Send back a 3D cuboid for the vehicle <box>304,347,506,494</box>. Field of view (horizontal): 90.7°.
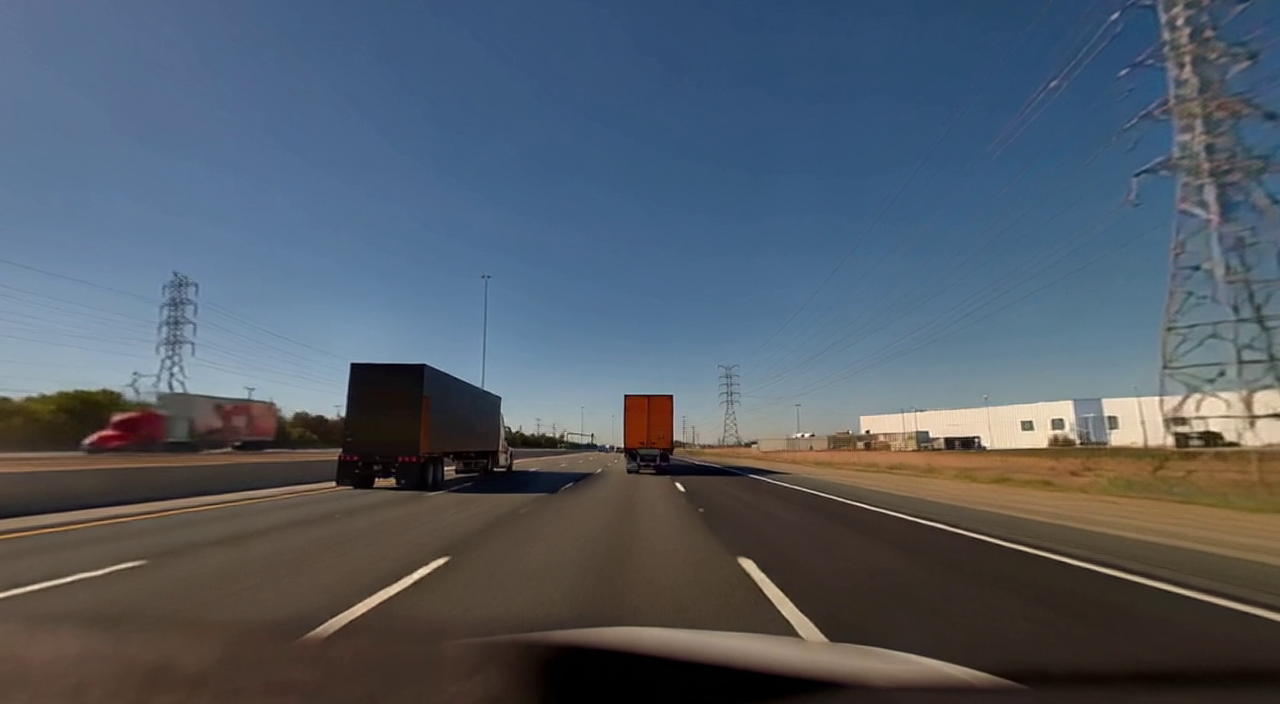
[{"bbox_3d":[-7.547,2.652,22.830,2.937,3.981,11.119,-1,-8,0],"label":"vehicle"}]

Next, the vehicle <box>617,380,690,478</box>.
[{"bbox_3d":[0.485,3.799,30.149,2.858,3.847,10.034,0,-9,-1],"label":"vehicle"}]
